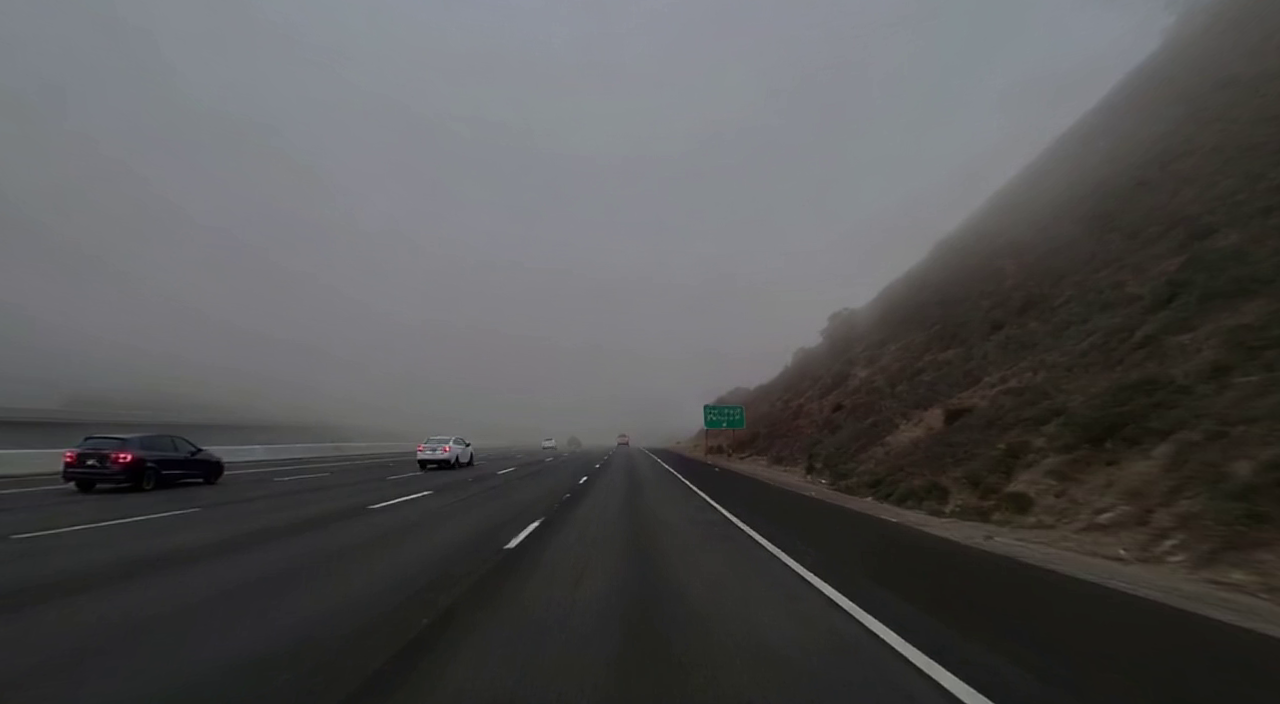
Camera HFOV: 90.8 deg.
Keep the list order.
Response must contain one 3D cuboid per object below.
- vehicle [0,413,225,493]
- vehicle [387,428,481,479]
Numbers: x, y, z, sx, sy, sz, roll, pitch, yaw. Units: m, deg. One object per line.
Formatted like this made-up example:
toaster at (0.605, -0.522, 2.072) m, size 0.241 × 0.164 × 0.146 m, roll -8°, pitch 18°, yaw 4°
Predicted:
vehicle at (-15.099, 2.929, 18.489) m, size 2.240 × 1.953 × 5.452 m, roll 0°, pitch -9°, yaw -1°
vehicle at (-7.617, 3.819, 23.864) m, size 2.104 × 1.715 × 4.319 m, roll 0°, pitch -9°, yaw 0°
